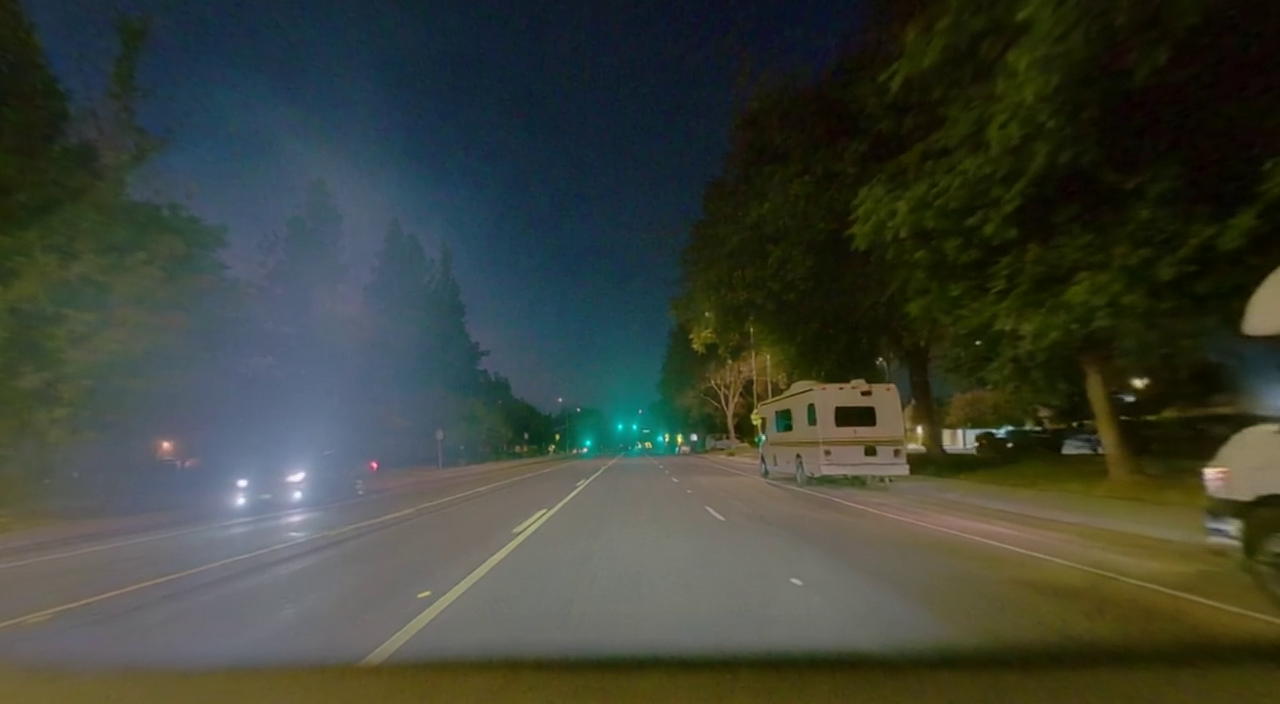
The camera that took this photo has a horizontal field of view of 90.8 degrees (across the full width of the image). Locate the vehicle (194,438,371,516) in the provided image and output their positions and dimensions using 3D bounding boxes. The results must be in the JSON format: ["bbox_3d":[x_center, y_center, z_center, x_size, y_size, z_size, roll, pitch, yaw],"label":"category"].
[{"bbox_3d":[-9.972,3.465,18.243,2.391,1.843,4.764,-2,-8,-1],"label":"vehicle"}]

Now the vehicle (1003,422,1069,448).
[{"bbox_3d":[27.382,5.817,43.852,1.812,1.658,4.365,-1,-8,1],"label":"vehicle"}]

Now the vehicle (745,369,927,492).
[{"bbox_3d":[5.992,2.800,21.629,2.944,3.252,9.712,0,-9,-1],"label":"vehicle"}]
